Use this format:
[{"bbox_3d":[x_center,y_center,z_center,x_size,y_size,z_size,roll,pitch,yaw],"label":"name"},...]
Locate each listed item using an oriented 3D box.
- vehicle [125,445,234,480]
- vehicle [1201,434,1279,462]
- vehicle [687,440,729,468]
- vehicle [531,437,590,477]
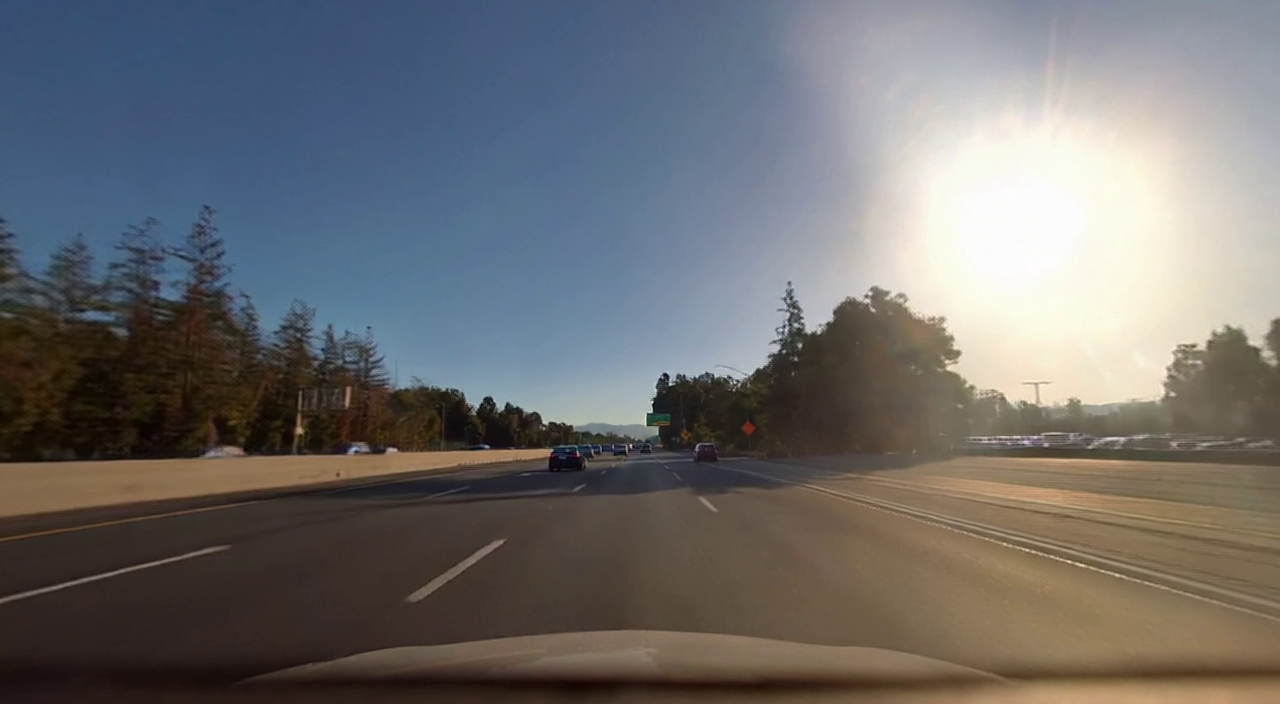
[{"bbox_3d":[-21.061,5.045,29.078,1.815,1.438,4.158,0,-8,1],"label":"vehicle"},{"bbox_3d":[37.247,5.910,38.833,3.612,1.451,1.747,-3,-9,0],"label":"vehicle"},{"bbox_3d":[4.349,6.589,40.899,2.229,1.704,4.392,0,-8,0],"label":"vehicle"},{"bbox_3d":[-3.703,4.990,30.296,2.196,1.733,4.355,0,-8,1],"label":"vehicle"}]
